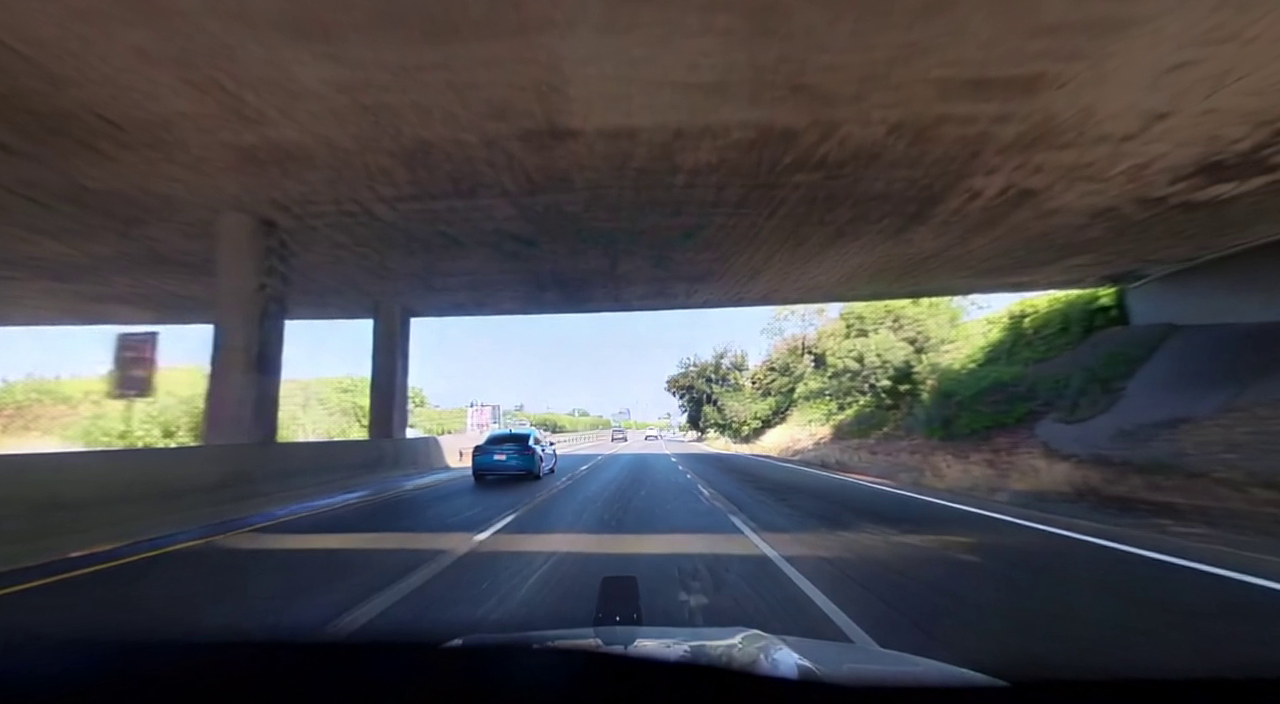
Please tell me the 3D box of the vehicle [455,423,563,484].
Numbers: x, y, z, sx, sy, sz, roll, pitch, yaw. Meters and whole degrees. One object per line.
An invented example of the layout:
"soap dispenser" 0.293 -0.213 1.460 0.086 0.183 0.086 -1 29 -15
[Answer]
"vehicle" -3.645 2.927 18.537 2.108 1.555 4.574 0 -8 1
